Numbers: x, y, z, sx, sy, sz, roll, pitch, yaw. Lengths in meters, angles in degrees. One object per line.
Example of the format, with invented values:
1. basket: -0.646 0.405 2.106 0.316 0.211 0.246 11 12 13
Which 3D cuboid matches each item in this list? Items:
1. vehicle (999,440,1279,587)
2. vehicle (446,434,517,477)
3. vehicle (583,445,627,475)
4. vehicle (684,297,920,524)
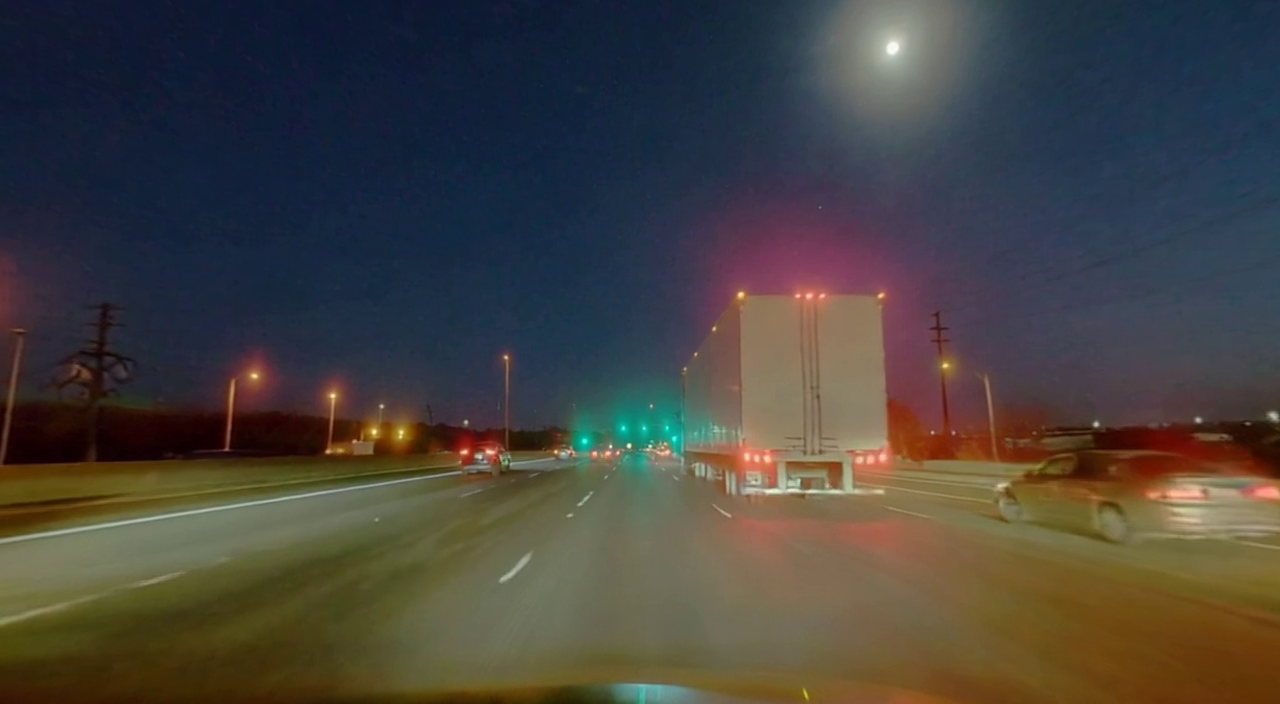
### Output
1. vehicle: 7.396 2.015 8.840 1.953 1.488 4.631 0 -9 0
2. vehicle: -7.345 4.855 29.700 2.147 1.825 4.602 0 -9 0
3. vehicle: -1.809 5.789 33.991 2.060 1.508 4.308 0 -9 1
4. vehicle: 3.175 1.844 16.767 3.045 3.923 11.834 0 -9 0
